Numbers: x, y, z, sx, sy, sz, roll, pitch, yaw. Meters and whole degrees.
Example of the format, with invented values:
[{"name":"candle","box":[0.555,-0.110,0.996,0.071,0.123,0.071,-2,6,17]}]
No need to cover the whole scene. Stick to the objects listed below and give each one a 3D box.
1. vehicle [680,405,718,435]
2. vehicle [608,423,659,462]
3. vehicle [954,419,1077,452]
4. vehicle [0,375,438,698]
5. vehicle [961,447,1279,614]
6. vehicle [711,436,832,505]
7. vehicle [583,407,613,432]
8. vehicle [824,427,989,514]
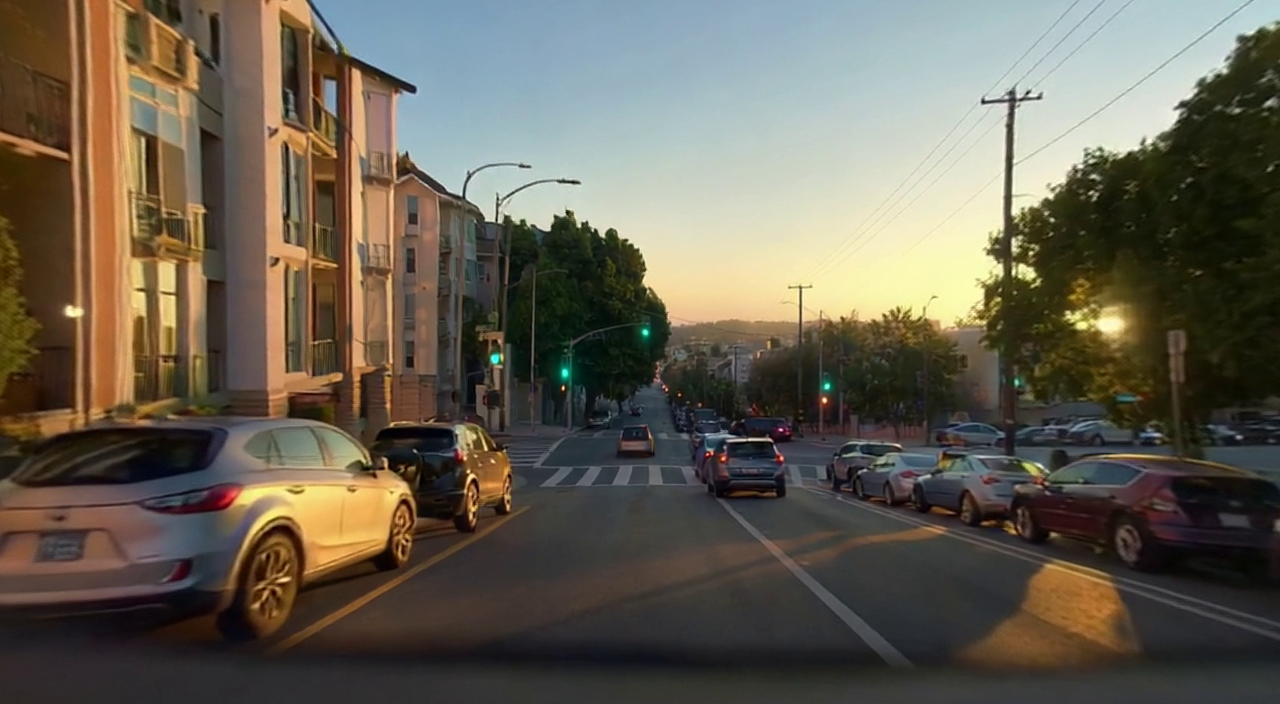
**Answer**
[{"name":"vehicle","box":[3.729,4.414,40.454,2.093,1.655,4.327,0,-9,1]},{"name":"vehicle","box":[-0.218,3.651,25.770,1.923,1.460,3.923,0,-7,1]},{"name":"vehicle","box":[18.418,4.151,31.117,4.738,1.537,1.960,-1,-9,2]},{"name":"vehicle","box":[-3.482,1.312,5.616,1.922,1.704,4.398,0,-9,0]},{"name":"vehicle","box":[6.127,1.912,7.806,1.962,1.438,4.440,0,-9,0]},{"name":"vehicle","box":[3.112,2.920,15.987,2.055,1.450,4.676,0,-9,0]},{"name":"vehicle","box":[-2.859,4.697,43.578,1.878,1.521,3.697,0,-9,-1]},{"name":"vehicle","box":[6.106,2.769,15.153,1.999,1.752,4.502,0,-9,1]}]
